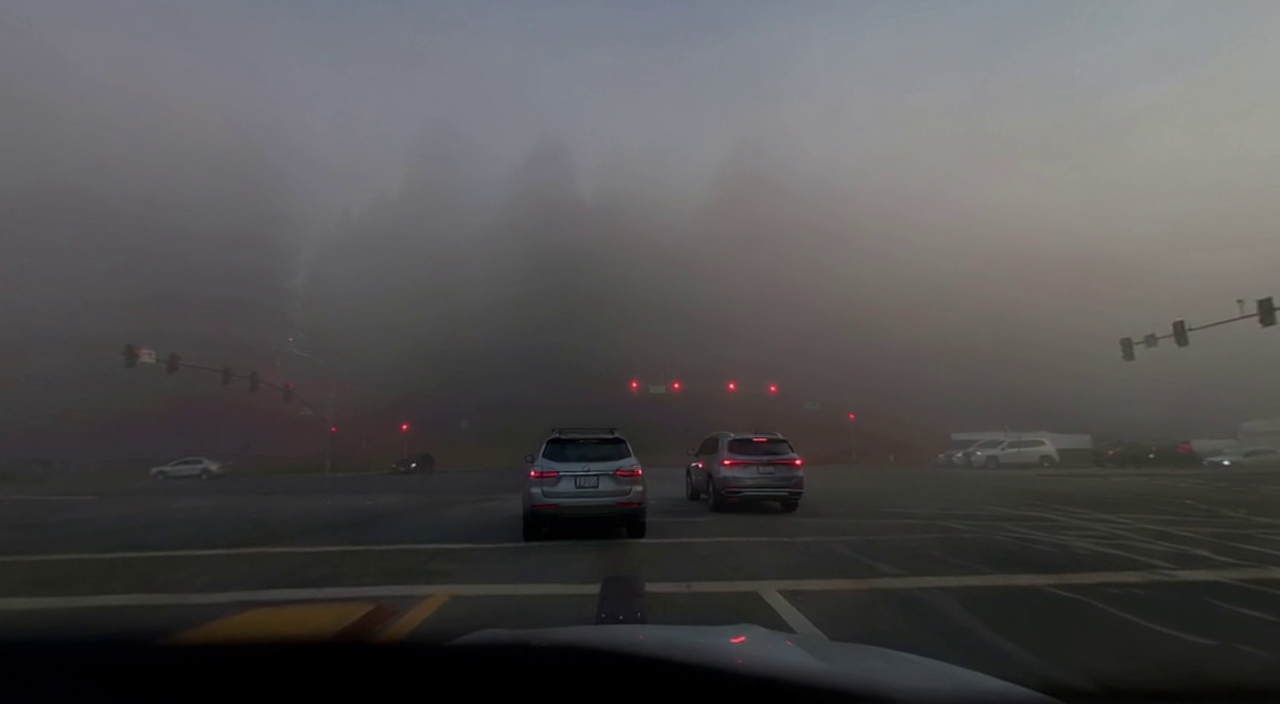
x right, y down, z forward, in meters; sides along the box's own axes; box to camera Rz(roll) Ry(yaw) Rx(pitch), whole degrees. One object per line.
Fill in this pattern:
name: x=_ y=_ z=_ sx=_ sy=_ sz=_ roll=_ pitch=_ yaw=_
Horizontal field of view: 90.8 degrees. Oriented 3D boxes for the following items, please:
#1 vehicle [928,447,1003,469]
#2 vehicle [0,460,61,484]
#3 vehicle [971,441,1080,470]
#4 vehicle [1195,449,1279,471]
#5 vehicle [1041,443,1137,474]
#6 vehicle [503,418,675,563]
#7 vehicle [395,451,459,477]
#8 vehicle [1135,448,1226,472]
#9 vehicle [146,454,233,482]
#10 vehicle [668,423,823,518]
vehicle: x=24.918 y=8.132 z=48.463 sx=4.587 sy=1.634 sz=2.078 roll=0 pitch=-9 yaw=-1
vehicle: x=-45.231 y=8.746 z=46.091 sx=4.097 sy=1.705 sz=1.804 roll=0 pitch=-9 yaw=1
vehicle: x=25.918 y=6.964 z=42.642 sx=5.895 sy=1.921 sz=2.150 roll=0 pitch=-9 yaw=1
vehicle: x=42.624 y=7.658 z=44.876 sx=4.495 sy=1.495 sz=1.782 roll=-1 pitch=-8 yaw=2
vehicle: x=27.347 y=6.496 z=38.572 sx=4.322 sy=1.595 sz=1.752 roll=-4 pitch=-10 yaw=5
vehicle: x=-0.799 y=1.963 z=9.691 sx=2.039 sy=1.698 sz=4.144 roll=1 pitch=-9 yaw=-6
vehicle: x=-13.916 y=7.267 z=41.228 sx=3.771 sy=1.593 sz=1.789 roll=-5 pitch=-10 yaw=28
vehicle: x=35.698 y=7.114 z=41.753 sx=4.446 sy=1.530 sz=1.728 roll=0 pitch=-8 yaw=-2
vehicle: x=-29.020 y=7.435 z=40.747 sx=4.318 sy=1.712 sz=2.188 roll=-2 pitch=-9 yaw=14
vehicle: x=2.137 y=2.602 z=14.393 sx=2.228 sy=1.798 sz=4.370 roll=1 pitch=-9 yaw=-8
